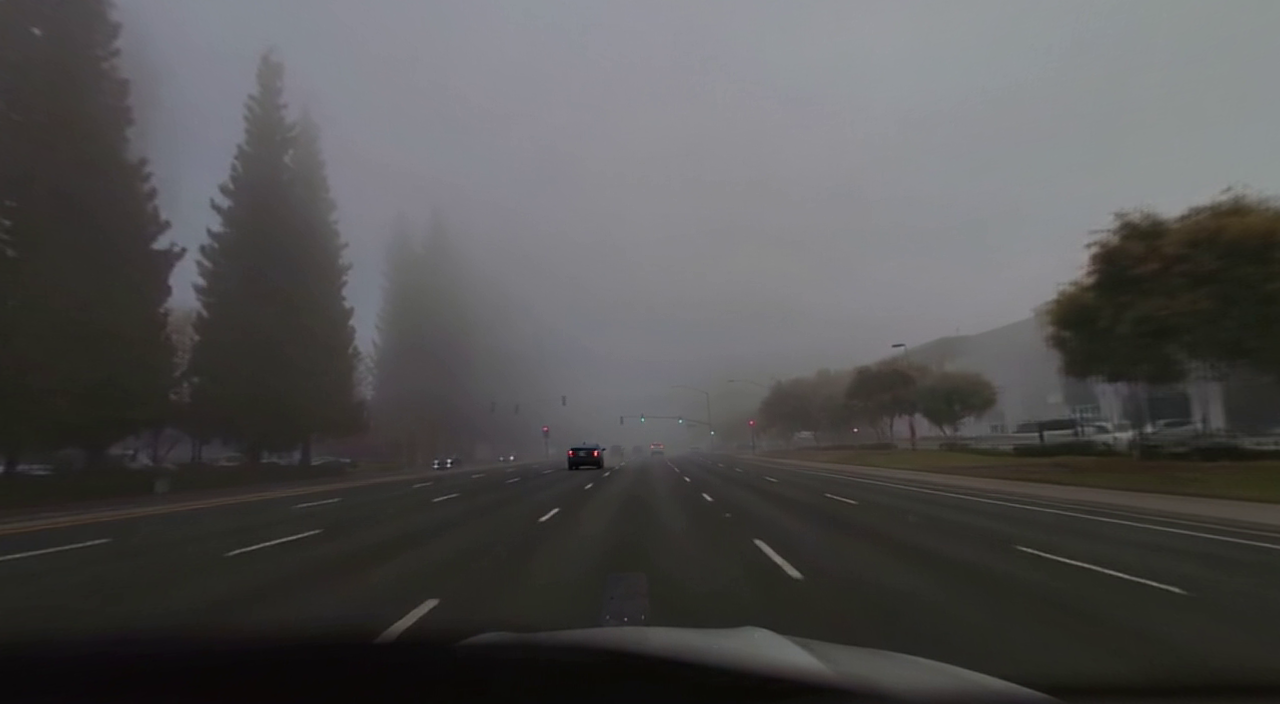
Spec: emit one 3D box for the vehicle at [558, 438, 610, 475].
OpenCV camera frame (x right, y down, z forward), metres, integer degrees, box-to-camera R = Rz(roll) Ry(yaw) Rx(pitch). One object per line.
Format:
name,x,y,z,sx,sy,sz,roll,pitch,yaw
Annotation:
vehicle,-2.685,5.158,31.327,2.121,1.656,4.559,0,-8,1
